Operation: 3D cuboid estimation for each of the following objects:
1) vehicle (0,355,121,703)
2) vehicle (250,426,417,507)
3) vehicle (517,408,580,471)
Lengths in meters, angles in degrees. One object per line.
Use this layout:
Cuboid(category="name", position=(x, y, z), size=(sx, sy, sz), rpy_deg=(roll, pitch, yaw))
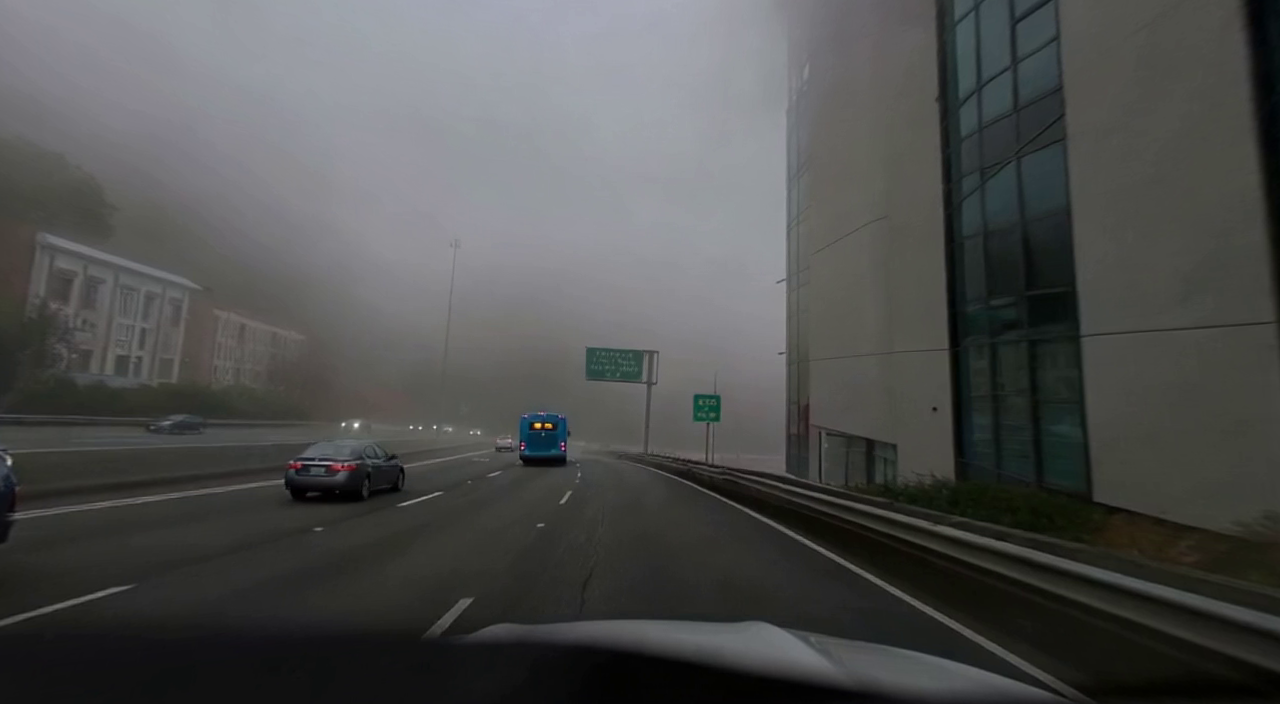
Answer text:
Cuboid(category="vehicle", position=(-3.887, 0.643, 1.155), size=(2.056, 1.728, 4.413), rpy_deg=(0, -9, 0))
Cuboid(category="vehicle", position=(-7.319, 2.778, 15.665), size=(1.993, 1.690, 4.450), rpy_deg=(0, -9, -2))
Cuboid(category="vehicle", position=(-5.092, 4.783, 34.601), size=(2.888, 2.944, 8.373), rpy_deg=(2, -8, -9))
